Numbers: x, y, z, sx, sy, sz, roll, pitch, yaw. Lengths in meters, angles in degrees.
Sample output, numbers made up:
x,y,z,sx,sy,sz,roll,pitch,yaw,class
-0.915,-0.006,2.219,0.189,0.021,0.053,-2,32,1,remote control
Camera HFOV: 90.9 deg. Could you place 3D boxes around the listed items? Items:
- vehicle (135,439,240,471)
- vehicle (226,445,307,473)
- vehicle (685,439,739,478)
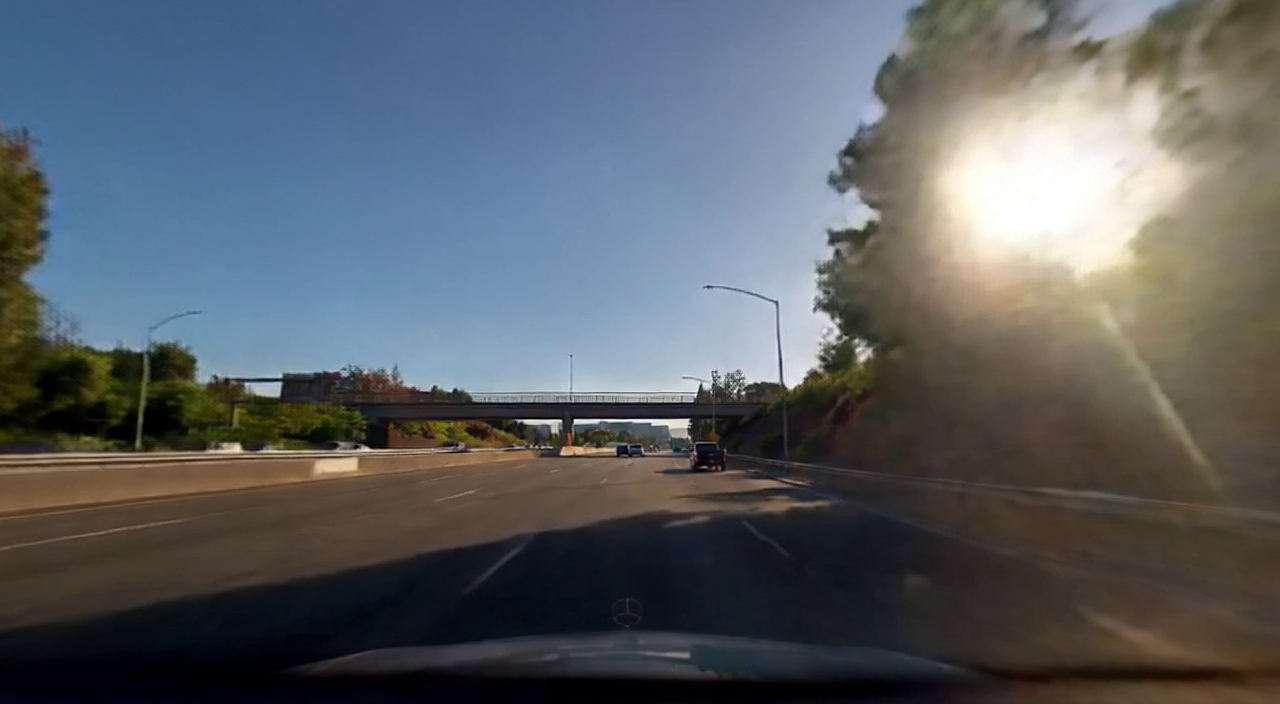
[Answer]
x,y,z,sx,sy,sz,roll,pitch,yaw,class
-24.047,5.468,33.798,2.051,1.570,4.705,0,-8,1,vehicle
-20.704,5.945,35.207,1.943,1.428,4.122,0,-8,1,vehicle
3.251,4.920,29.434,2.010,1.637,4.940,0,-8,1,vehicle
